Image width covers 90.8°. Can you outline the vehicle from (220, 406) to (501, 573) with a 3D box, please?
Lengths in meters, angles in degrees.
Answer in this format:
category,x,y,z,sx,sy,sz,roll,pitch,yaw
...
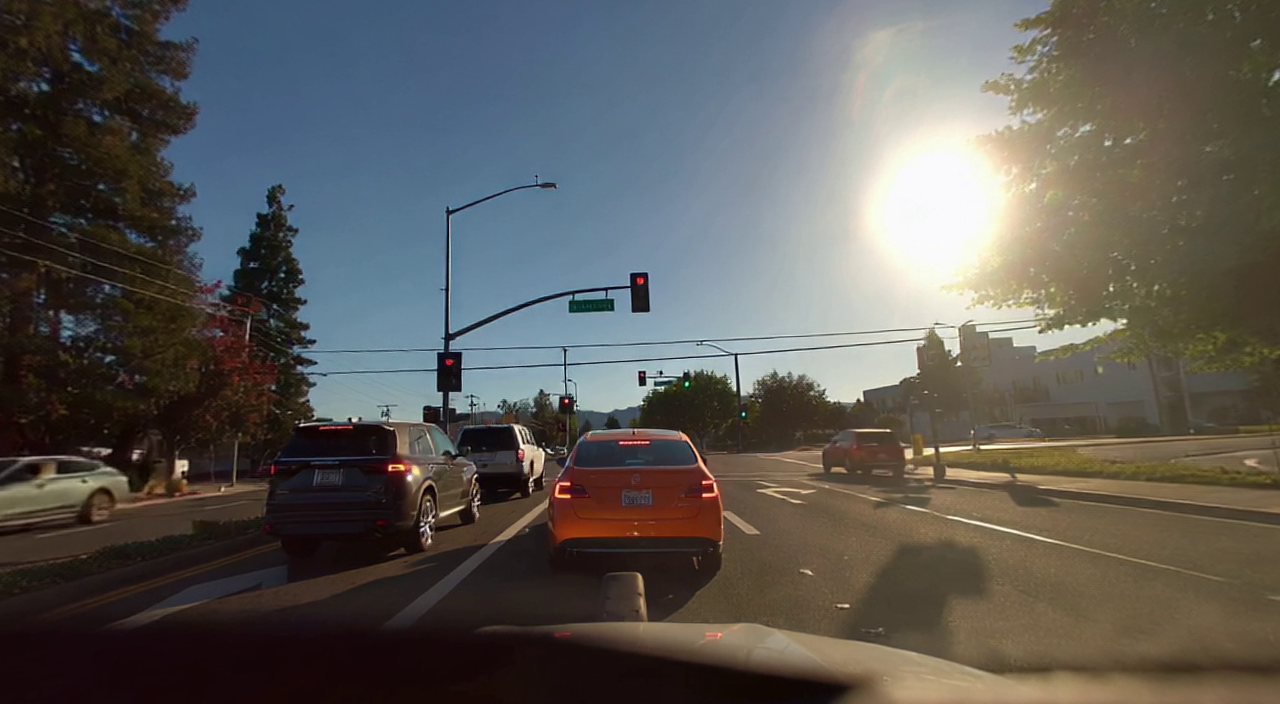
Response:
category,x,y,z,sx,sy,sz,roll,pitch,yaw
vehicle,-3.434,1.765,8.869,2.046,1.751,4.208,0,-8,-1

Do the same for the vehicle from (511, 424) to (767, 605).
category,x,y,z,sx,sy,sz,roll,pitch,yaw
vehicle,-0.061,1.645,7.307,2.126,1.475,3.967,0,-8,-2

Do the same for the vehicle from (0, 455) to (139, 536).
category,x,y,z,sx,sy,sz,roll,pitch,yaw
vehicle,-12.923,2.883,12.960,1.841,1.469,4.202,0,-8,0

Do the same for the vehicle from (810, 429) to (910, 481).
category,x,y,z,sx,sy,sz,roll,pitch,yaw
vehicle,7.998,3.800,23.456,2.059,1.719,4.443,0,-8,-1
